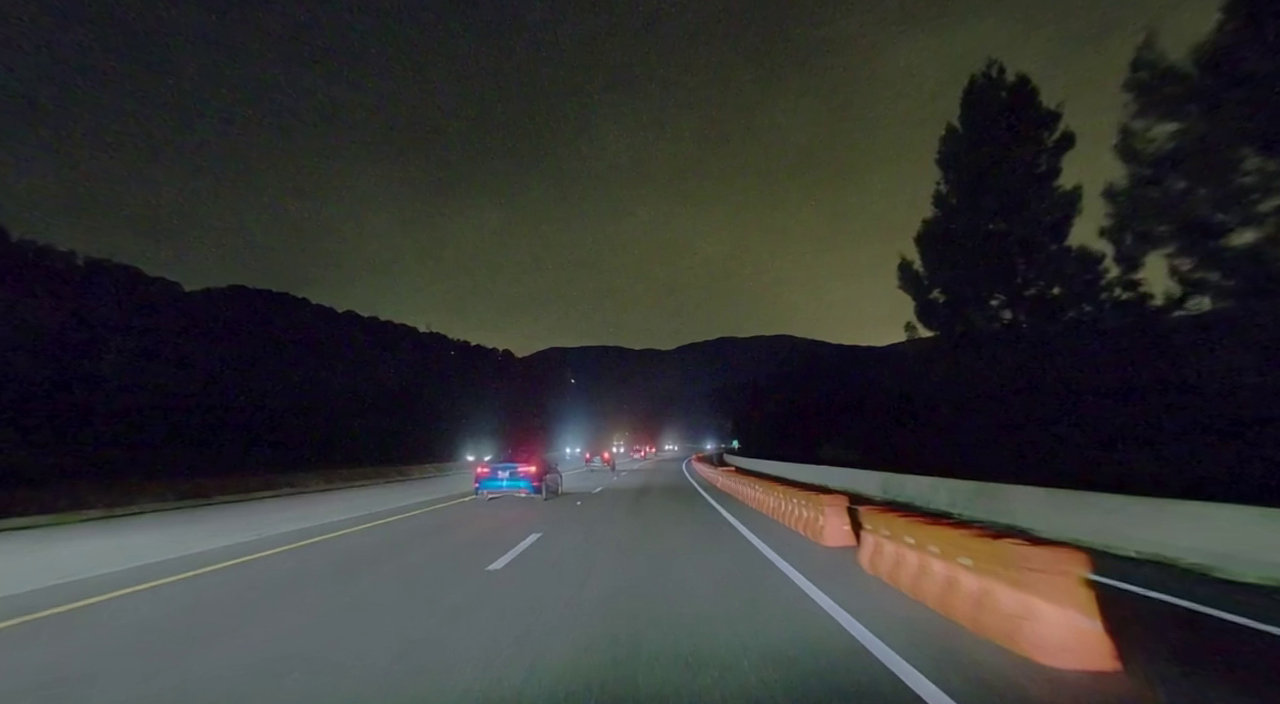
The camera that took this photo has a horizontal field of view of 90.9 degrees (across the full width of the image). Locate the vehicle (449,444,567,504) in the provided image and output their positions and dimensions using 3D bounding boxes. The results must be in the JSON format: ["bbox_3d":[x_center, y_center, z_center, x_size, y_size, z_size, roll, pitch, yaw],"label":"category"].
[{"bbox_3d":[-3.169,3.034,16.062,2.061,1.330,3.928,0,-9,2],"label":"vehicle"}]

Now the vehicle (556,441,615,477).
[{"bbox_3d":[-2.369,4.785,28.270,2.094,1.480,4.124,-1,-9,3],"label":"vehicle"}]
